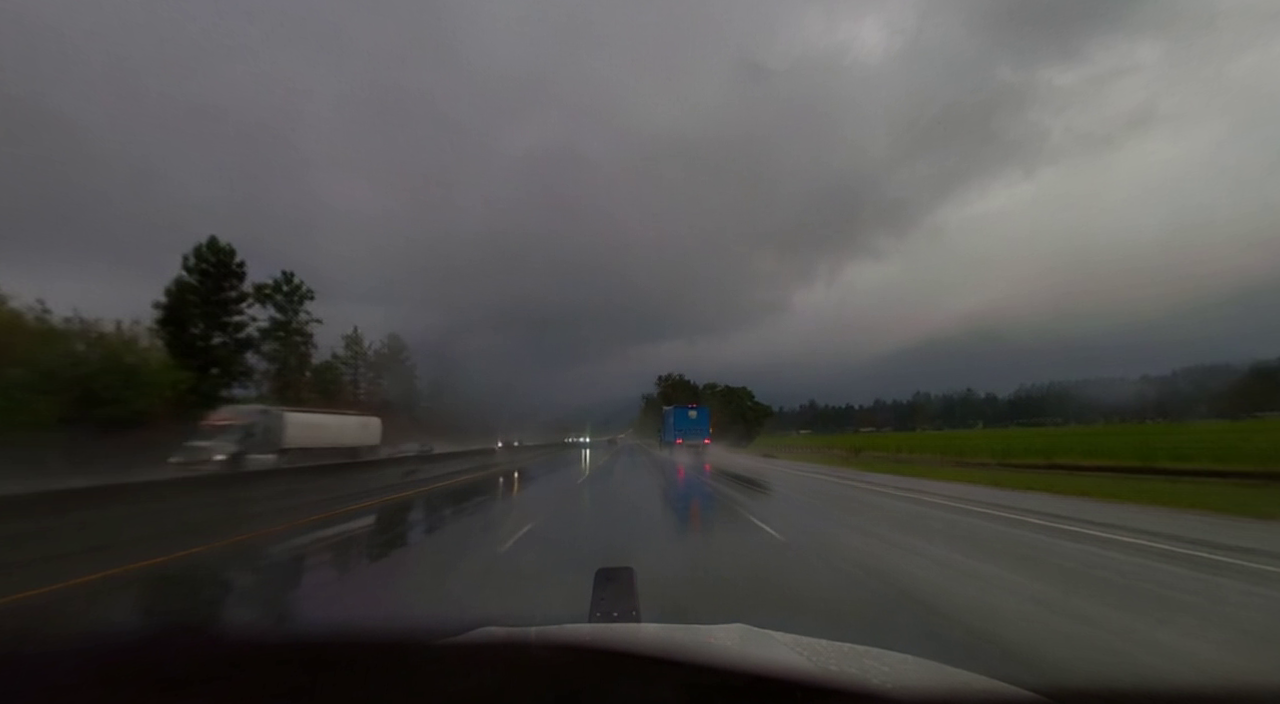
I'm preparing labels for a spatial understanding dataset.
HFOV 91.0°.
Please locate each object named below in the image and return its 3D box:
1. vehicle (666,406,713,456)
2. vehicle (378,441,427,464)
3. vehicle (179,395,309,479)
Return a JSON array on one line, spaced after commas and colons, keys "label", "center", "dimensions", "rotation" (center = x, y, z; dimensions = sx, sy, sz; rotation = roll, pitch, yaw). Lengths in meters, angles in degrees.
[{"label": "vehicle", "center": [3.464, 5.815, 45.979], "dimensions": [2.766, 3.349, 7.796], "rotation": [-1, -8, 0]}, {"label": "vehicle", "center": [-16.647, 7.049, 44.375], "dimensions": [1.821, 1.449, 4.280], "rotation": [-1, -8, -1]}, {"label": "vehicle", "center": [-20.539, 4.478, 33.148], "dimensions": [3.006, 3.960, 5.854], "rotation": [-1, -8, -1]}]
